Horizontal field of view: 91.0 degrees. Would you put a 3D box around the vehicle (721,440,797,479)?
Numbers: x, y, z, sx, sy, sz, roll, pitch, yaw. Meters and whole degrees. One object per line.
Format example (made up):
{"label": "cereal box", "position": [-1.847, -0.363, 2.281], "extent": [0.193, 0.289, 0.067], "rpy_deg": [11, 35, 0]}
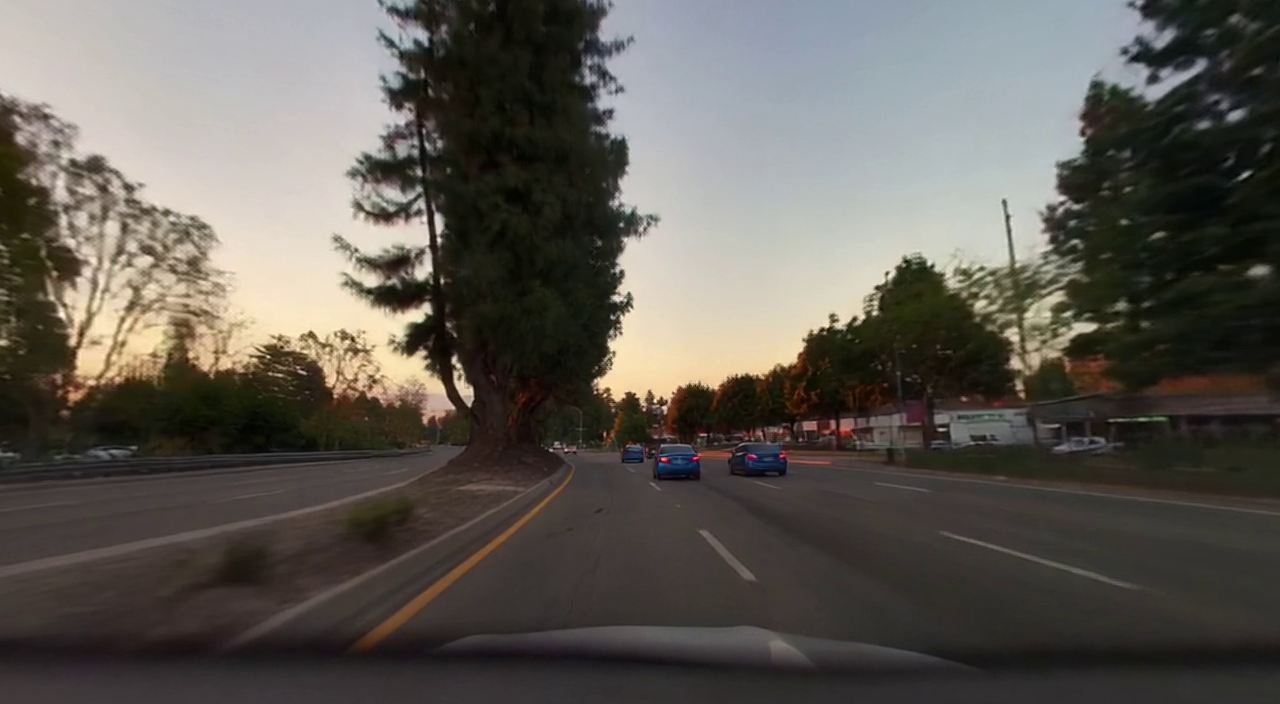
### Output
{"label": "vehicle", "position": [4.866, 4.459, 26.385], "extent": [1.901, 1.474, 4.363], "rpy_deg": [0, -9, -6]}

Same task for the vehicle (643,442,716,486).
{"label": "vehicle", "position": [1.376, 4.132, 23.646], "extent": [2.077, 1.464, 4.134], "rpy_deg": [0, -9, -6]}
